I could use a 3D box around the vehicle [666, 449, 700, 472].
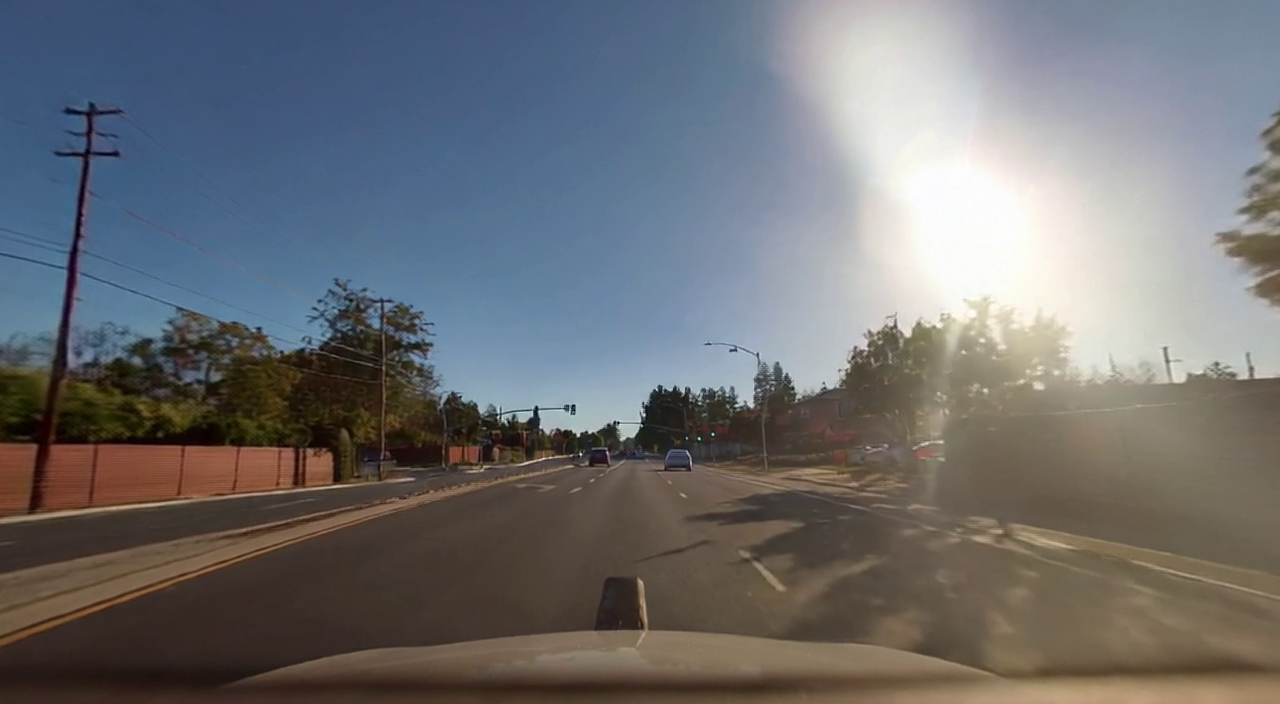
[{"bbox_3d":[2.965,7.590,44.322,2.105,1.490,4.008,0,-9,0],"label":"vehicle"}]
